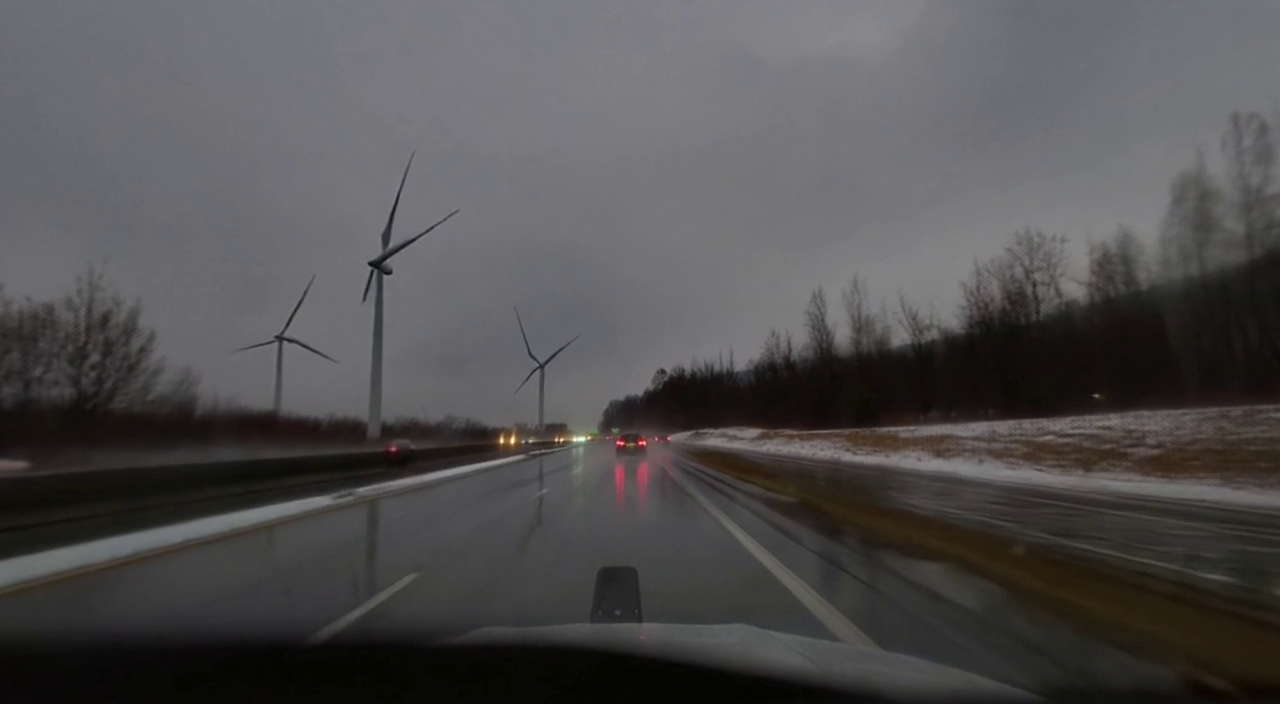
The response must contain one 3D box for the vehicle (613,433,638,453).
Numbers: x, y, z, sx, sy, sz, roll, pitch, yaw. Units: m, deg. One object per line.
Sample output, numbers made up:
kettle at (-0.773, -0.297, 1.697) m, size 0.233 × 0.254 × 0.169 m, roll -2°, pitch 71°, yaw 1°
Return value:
vehicle at (-1.173, 7.126, 49.515) m, size 1.892 × 1.496 × 3.575 m, roll 0°, pitch -8°, yaw -2°
